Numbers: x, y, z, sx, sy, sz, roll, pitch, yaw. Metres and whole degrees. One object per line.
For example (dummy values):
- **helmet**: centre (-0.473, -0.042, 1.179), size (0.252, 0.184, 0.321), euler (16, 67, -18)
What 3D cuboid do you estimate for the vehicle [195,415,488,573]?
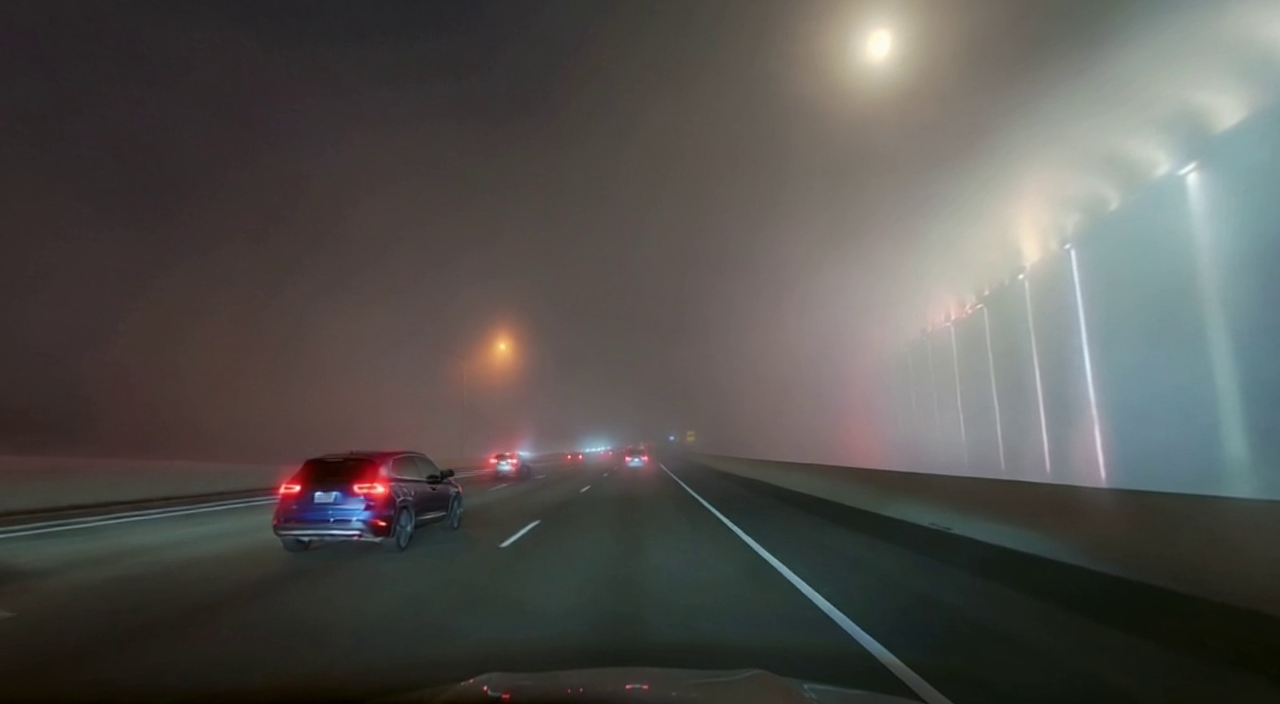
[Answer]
- **vehicle**: centre (-3.883, 1.929, 9.333), size (2.059, 1.725, 4.521), euler (0, -9, 1)

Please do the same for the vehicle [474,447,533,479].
- **vehicle**: centre (-7.199, 5.893, 33.747), size (1.998, 1.542, 4.953), euler (0, -9, 1)

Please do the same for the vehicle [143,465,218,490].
- **vehicle**: centre (-32.271, 8.815, 44.402), size (1.820, 1.475, 4.548), euler (0, -9, 0)
